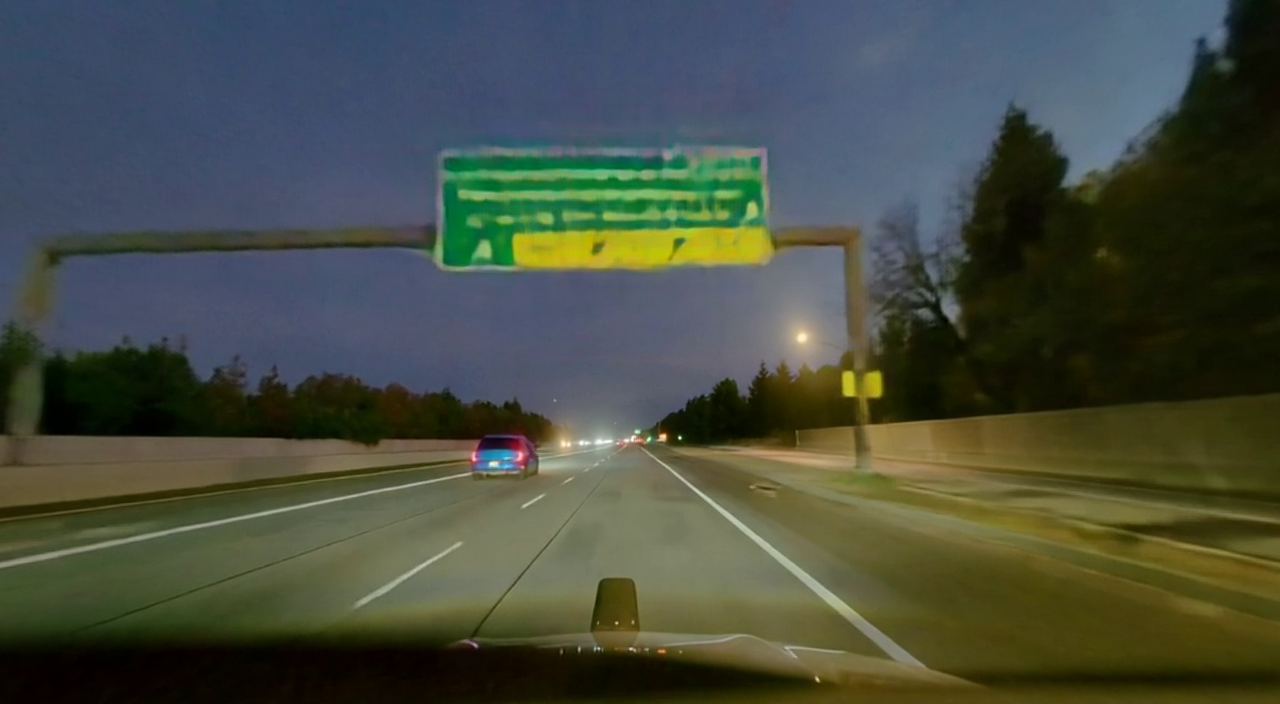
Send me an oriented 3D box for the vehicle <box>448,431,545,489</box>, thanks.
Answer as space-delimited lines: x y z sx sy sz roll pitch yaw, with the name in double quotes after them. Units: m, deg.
-4.442 3.378 20.244 2.129 1.641 4.263 0 -8 0 "vehicle"
